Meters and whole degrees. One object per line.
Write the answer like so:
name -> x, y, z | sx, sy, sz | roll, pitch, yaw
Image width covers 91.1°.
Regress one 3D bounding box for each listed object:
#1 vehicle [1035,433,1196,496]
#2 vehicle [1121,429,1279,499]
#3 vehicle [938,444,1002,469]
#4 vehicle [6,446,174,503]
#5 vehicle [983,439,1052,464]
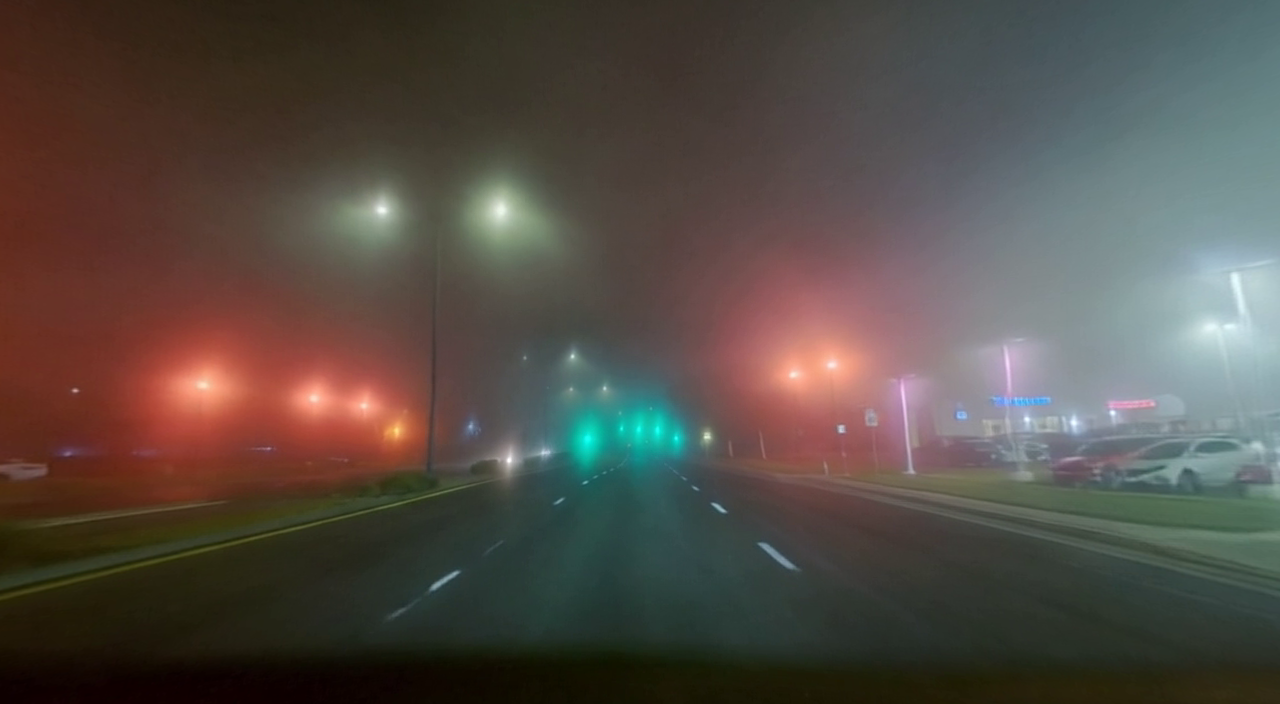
vehicle -> 15.975, 3.703, 21.101 | 4.804, 1.890, 2.247 | 4, -10, -26
vehicle -> 16.535, 3.169, 18.106 | 4.543, 1.768, 2.234 | 4, -9, -26
vehicle -> 23.041, 7.280, 44.034 | 2.025, 1.586, 4.486 | 0, -8, 1
vehicle -> -19.939, 4.415, 23.115 | 2.043, 1.827, 4.547 | -1, -9, 0
vehicle -> 25.951, 6.827, 43.356 | 1.908, 1.617, 4.452 | 0, -9, -2
